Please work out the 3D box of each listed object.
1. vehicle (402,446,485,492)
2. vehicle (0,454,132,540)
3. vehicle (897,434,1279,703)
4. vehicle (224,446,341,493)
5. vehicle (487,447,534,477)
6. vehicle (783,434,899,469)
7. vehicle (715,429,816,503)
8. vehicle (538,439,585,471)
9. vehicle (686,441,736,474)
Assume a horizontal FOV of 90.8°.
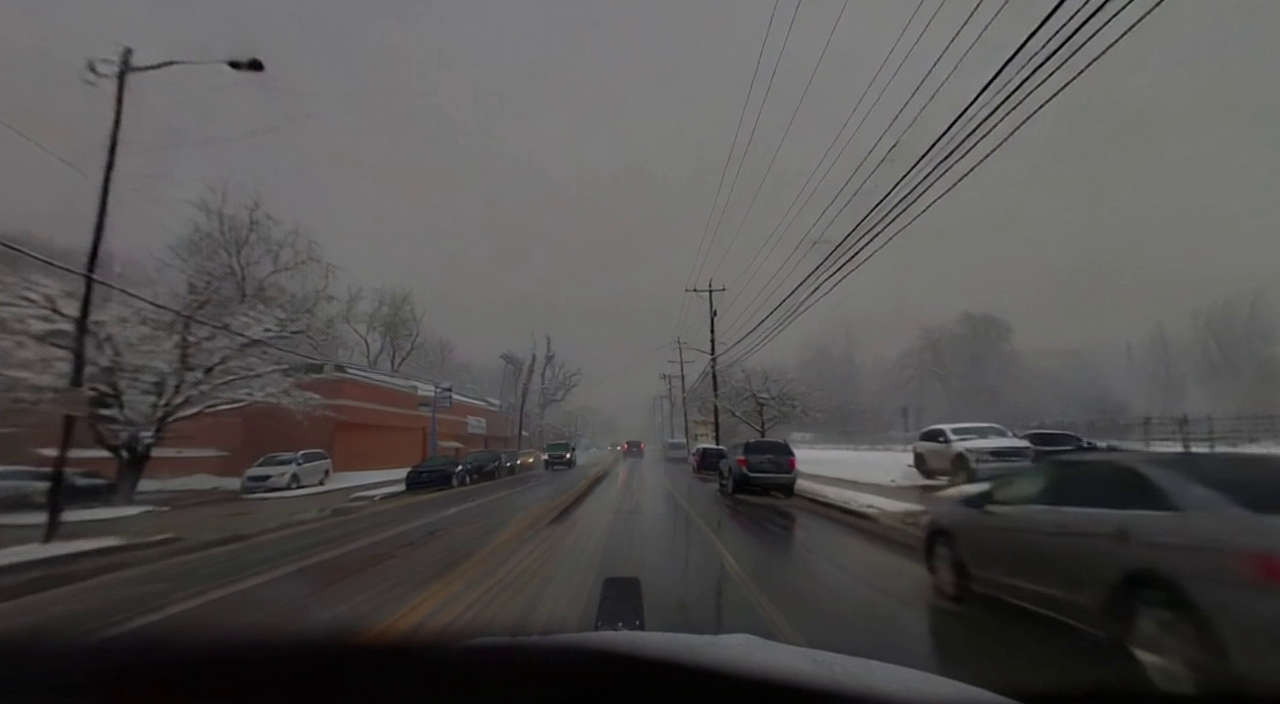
[{"bbox_3d":[-8.398,4.991,27.544,2.113,1.665,5.062,0,-7,-2],"label":"vehicle"},{"bbox_3d":[-13.892,2.942,12.869,5.266,1.506,2.246,-2,-8,3],"label":"vehicle"},{"bbox_3d":[3.589,1.292,4.128,1.866,1.439,4.482,0,-9,-1],"label":"vehicle"},{"bbox_3d":[-14.792,4.857,26.569,1.969,1.741,5.148,0,-9,-1],"label":"vehicle"},{"bbox_3d":[-8.223,6.991,40.508,1.791,1.622,5.056,-2,-7,2],"label":"vehicle"},{"bbox_3d":[9.885,4.934,31.293,5.084,1.641,1.848,0,-9,-1],"label":"vehicle"},{"bbox_3d":[3.484,3.302,18.540,2.025,1.843,4.883,-1,-9,1],"label":"vehicle"},{"bbox_3d":[-5.092,6.714,41.365,2.152,1.918,4.217,-3,-8,5],"label":"vehicle"},{"bbox_3d":[3.627,5.537,33.291,2.136,1.586,4.919,0,-9,1],"label":"vehicle"}]
